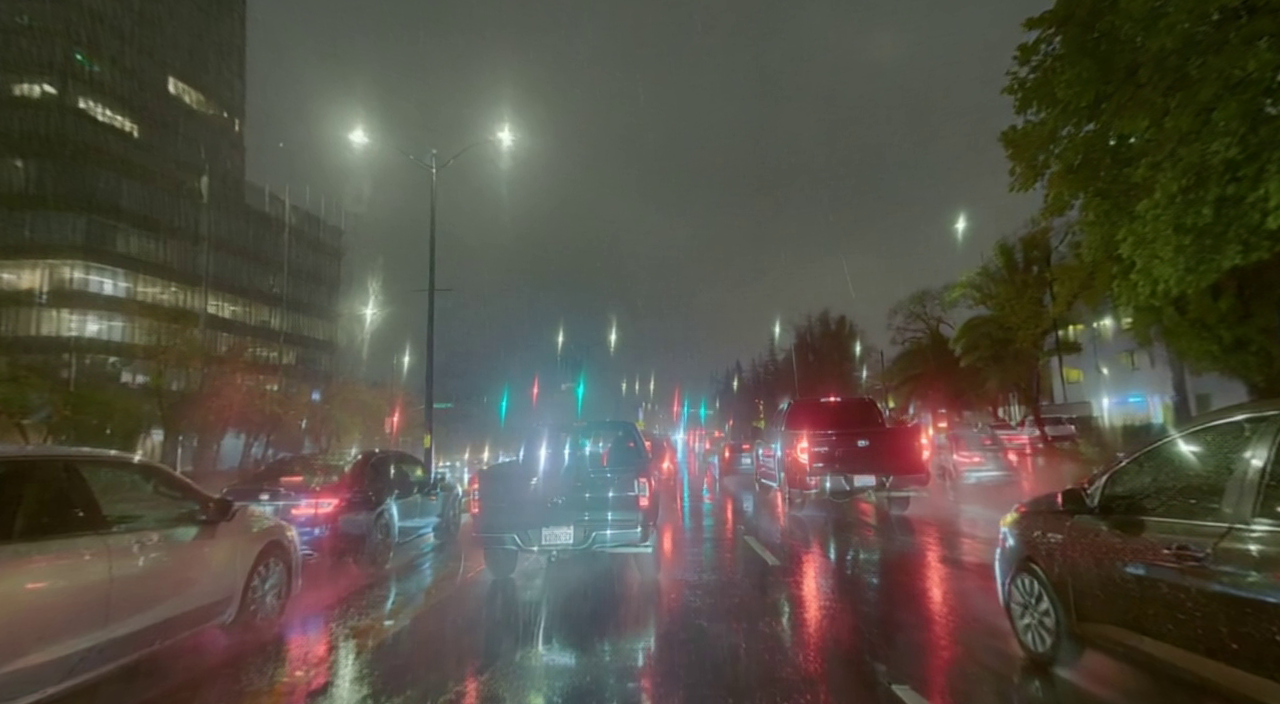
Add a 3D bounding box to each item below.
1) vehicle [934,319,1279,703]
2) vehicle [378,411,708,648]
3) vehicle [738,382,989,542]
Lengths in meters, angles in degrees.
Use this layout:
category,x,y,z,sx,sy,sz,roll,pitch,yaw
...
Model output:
category,x,y,z,sx,sy,sz,roll,pitch,yaw
vehicle,3.126,0.766,2.095,2.024,1.723,4.714,0,-9,1
vehicle,-0.579,1.483,6.331,2.172,1.536,4.250,0,-9,2
vehicle,3.520,1.941,11.606,2.497,2.186,5.890,0,-9,1
